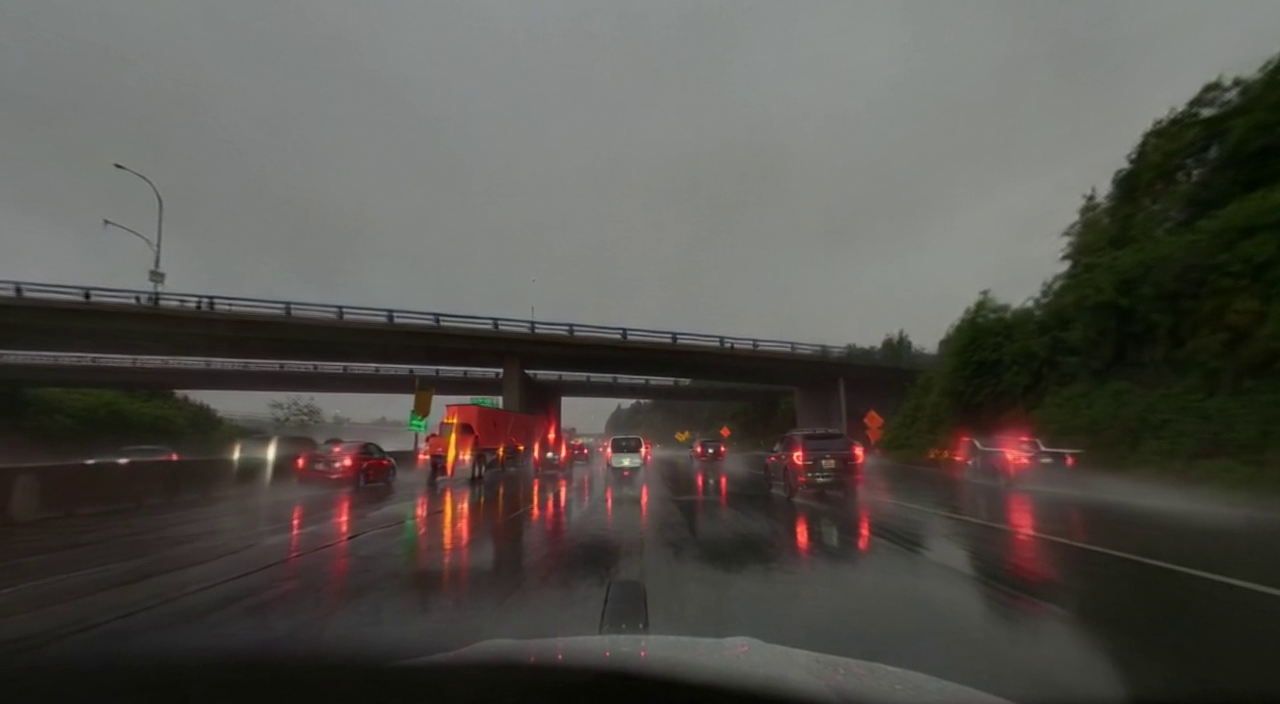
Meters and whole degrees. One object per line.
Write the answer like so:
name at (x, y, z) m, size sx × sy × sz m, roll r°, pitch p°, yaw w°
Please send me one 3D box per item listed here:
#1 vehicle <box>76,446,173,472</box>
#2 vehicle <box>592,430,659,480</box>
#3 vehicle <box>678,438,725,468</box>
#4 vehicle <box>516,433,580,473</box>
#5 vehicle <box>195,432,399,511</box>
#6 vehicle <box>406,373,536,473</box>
vehicle at (-38.023, 7.872, 46.783) m, size 2.189 × 1.778 × 5.746 m, roll 0°, pitch -8°, yaw 1°
vehicle at (-0.499, 3.819, 23.616) m, size 2.270 × 1.696 × 4.061 m, roll 0°, pitch -8°, yaw 0°
vehicle at (3.198, 5.352, 33.530) m, size 2.003 × 1.465 × 4.092 m, roll 0°, pitch -8°, yaw -1°
vehicle at (-4.040, 4.537, 28.492) m, size 2.124 × 1.639 × 4.344 m, roll 0°, pitch -8°, yaw 2°
vehicle at (-7.502, 2.634, 14.510) m, size 1.948 × 1.494 × 4.749 m, roll 0°, pitch -8°, yaw 1°
vehicle at (-7.471, 3.542, 29.992) m, size 2.959 × 3.886 × 10.574 m, roll 0°, pitch -8°, yaw 2°
